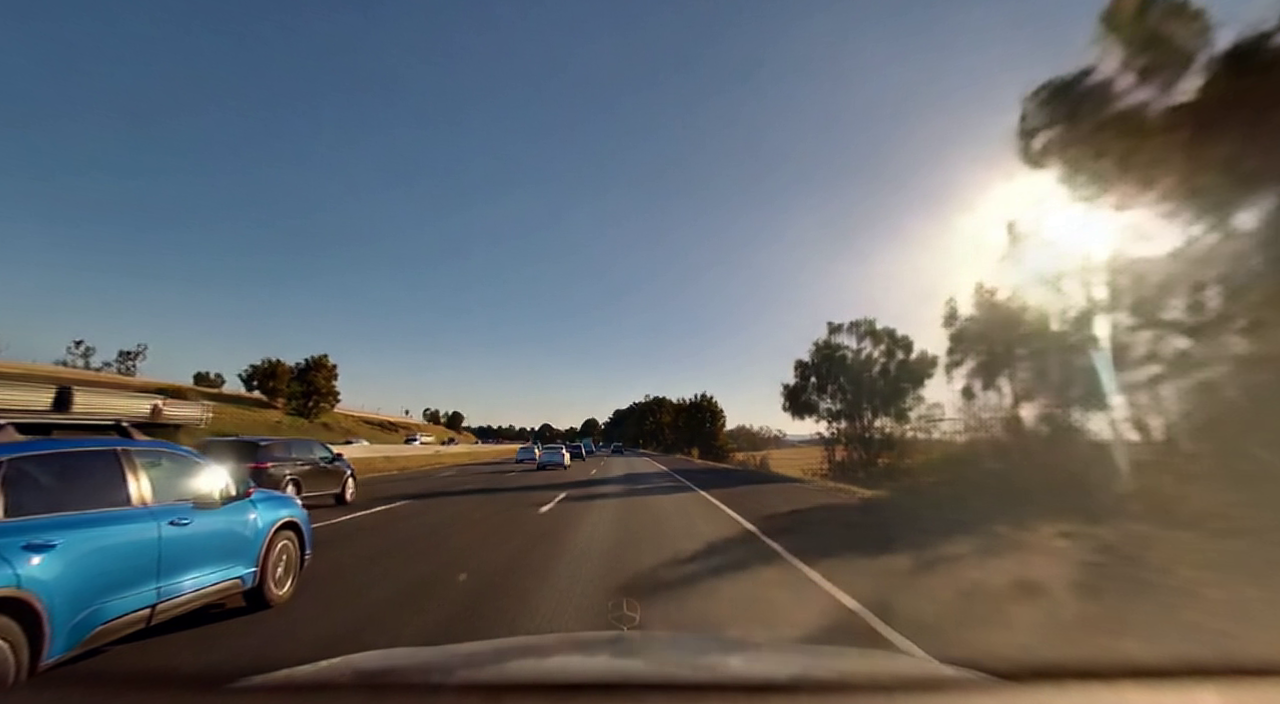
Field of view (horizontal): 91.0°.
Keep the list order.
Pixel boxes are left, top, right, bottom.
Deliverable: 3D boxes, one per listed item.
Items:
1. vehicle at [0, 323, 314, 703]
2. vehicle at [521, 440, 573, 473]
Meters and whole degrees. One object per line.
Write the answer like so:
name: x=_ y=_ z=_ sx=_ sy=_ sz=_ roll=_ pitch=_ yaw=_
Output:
vehicle: x=-3.846 y=0.782 z=2.632 sx=2.200 sy=1.807 sz=5.041 roll=0 pitch=-8 yaw=1
vehicle: x=-4.586 y=5.209 z=31.691 sx=2.012 sy=1.509 sz=4.359 roll=0 pitch=-8 yaw=-1
